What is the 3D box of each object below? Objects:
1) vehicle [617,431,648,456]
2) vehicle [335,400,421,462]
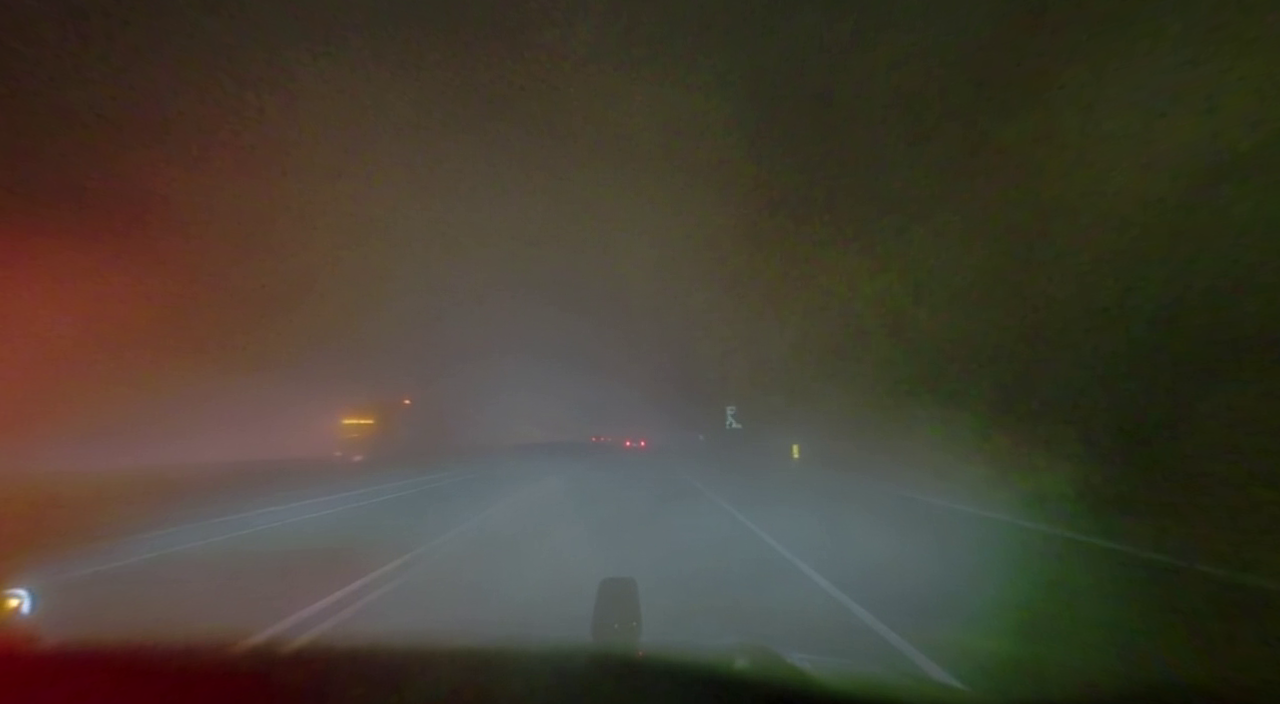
[{"bbox_3d":[-0.560,6.129,42.410,1.984,1.586,3.866,0,-8,-2],"label":"vehicle"},{"bbox_3d":[-17.148,5.248,41.678,2.989,3.797,6.153,0,-8,-1],"label":"vehicle"}]
